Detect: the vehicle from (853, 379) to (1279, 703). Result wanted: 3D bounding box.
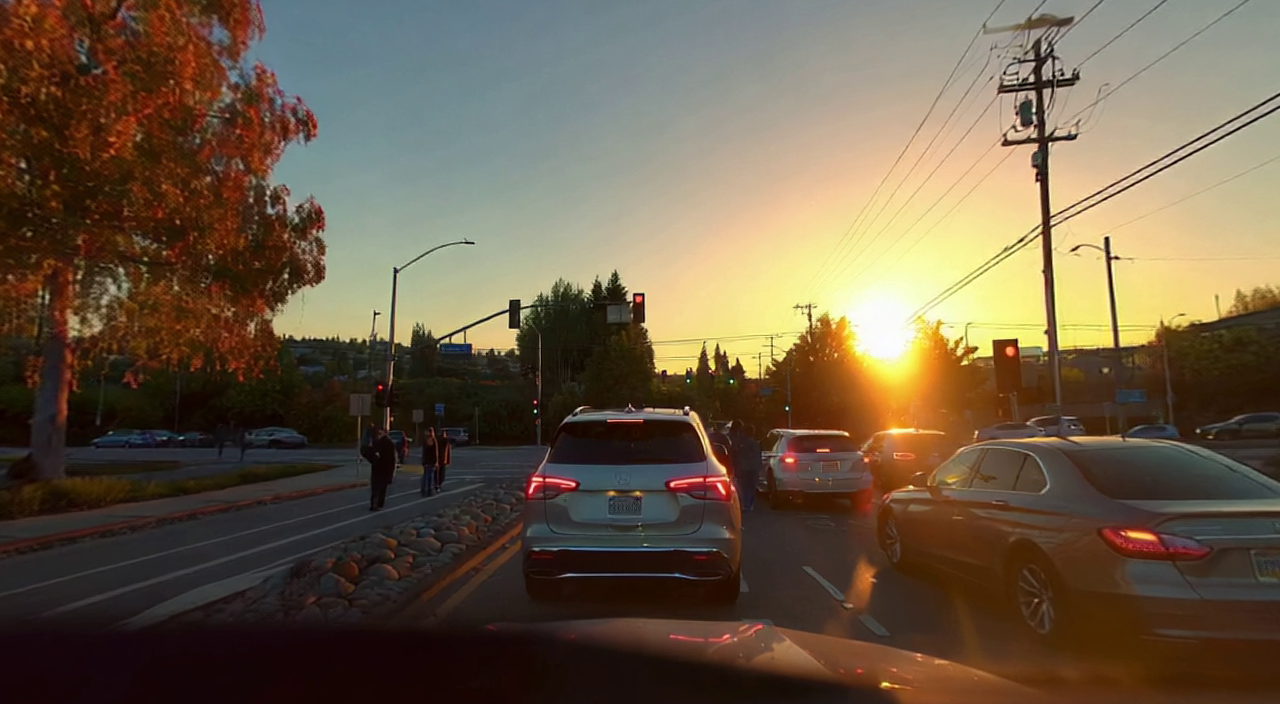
[{"bbox_3d":[3.543,1.294,5.438,1.948,1.677,4.437,0,-8,1],"label":"vehicle"}]

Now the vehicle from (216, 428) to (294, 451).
[{"bbox_3d":[-28.767,6.540,47.182,4.587,1.639,1.878,0,-8,0],"label":"vehicle"}]

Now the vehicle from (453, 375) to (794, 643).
[{"bbox_3d":[-0.152,1.373,6.530,2.271,1.786,4.443,0,-8,-1],"label":"vehicle"}]

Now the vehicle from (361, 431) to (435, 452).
[{"bbox_3d":[-17.750,6.557,46.350,4.607,1.478,1.995,0,-8,0],"label":"vehicle"}]
